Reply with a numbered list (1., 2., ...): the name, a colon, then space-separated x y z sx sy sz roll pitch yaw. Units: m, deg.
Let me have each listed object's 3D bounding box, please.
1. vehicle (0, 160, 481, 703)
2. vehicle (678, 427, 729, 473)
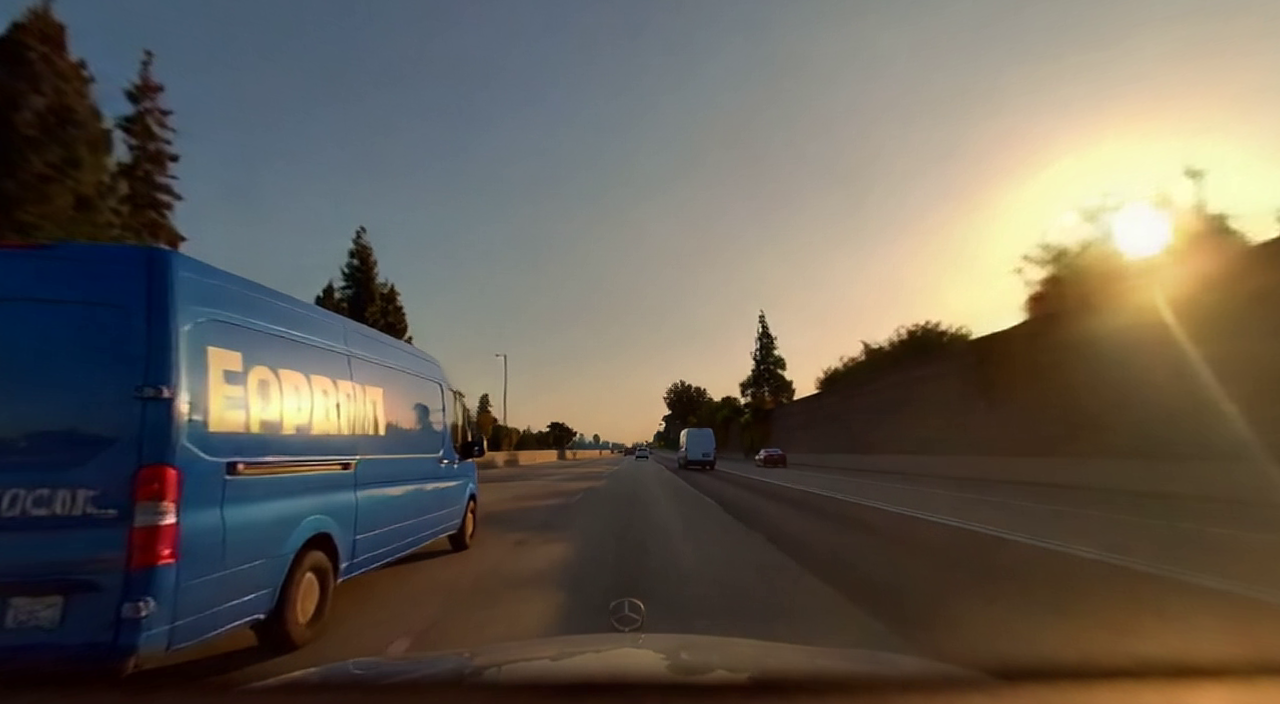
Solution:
1. vehicle: -3.452 0.940 5.516 2.409 2.523 6.275 0 -9 1
2. vehicle: 3.722 5.936 38.182 2.373 2.561 5.922 0 -9 -1
